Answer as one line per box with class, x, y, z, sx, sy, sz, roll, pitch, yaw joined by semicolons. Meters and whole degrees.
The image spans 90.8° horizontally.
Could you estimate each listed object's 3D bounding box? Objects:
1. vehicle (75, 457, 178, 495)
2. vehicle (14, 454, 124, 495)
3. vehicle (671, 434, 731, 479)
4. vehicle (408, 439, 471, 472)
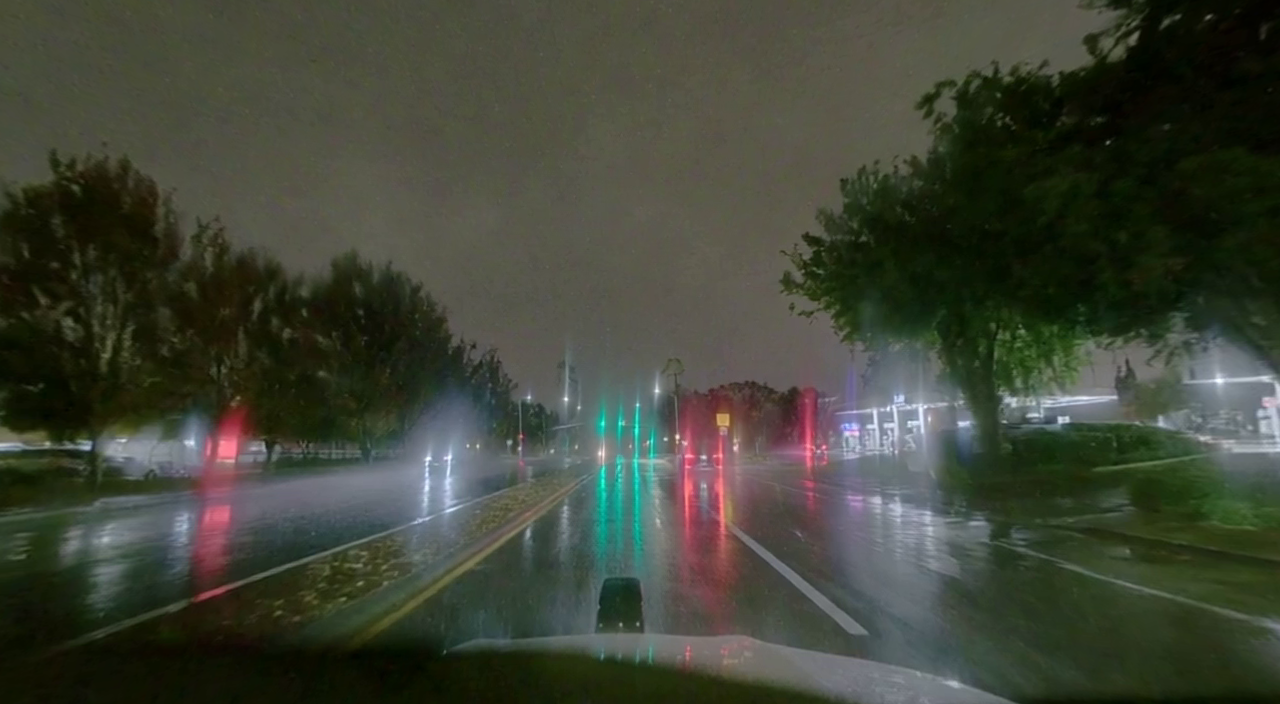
vehicle;-23.077;5.520;28.383;4.117;1.557;1.876;-5;-10;26
vehicle;-23.124;4.896;25.576;4.016;1.517;1.816;-5;-10;26
vehicle;2.656;4.688;28.644;2.115;1.840;4.777;0;-9;-2
vehicle;-12.871;6.694;40.930;2.379;1.967;5.195;0;-9;0
